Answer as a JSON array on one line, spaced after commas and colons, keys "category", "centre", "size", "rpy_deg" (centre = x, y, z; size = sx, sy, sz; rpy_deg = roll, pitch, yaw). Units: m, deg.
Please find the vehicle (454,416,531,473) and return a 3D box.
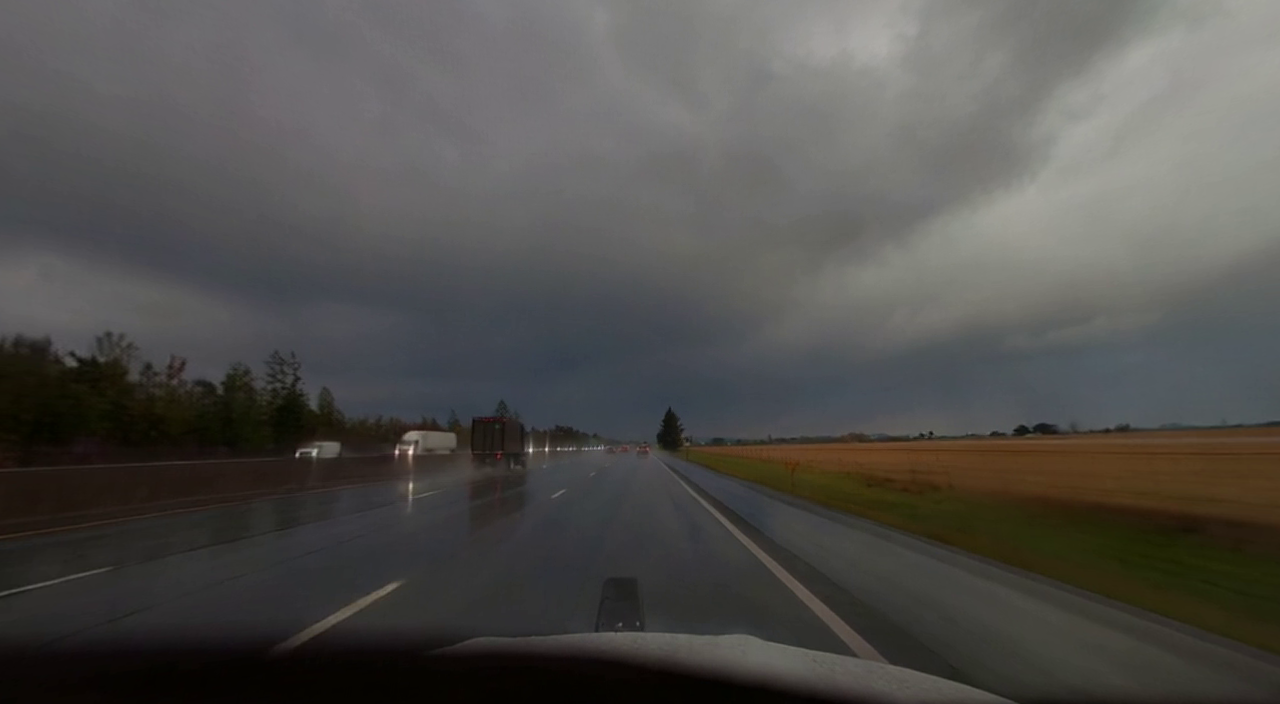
[{"category": "vehicle", "centre": [-7.487, 4.829, 32.764], "size": [2.444, 2.685, 5.893], "rpy_deg": [0, -9, 1]}]
